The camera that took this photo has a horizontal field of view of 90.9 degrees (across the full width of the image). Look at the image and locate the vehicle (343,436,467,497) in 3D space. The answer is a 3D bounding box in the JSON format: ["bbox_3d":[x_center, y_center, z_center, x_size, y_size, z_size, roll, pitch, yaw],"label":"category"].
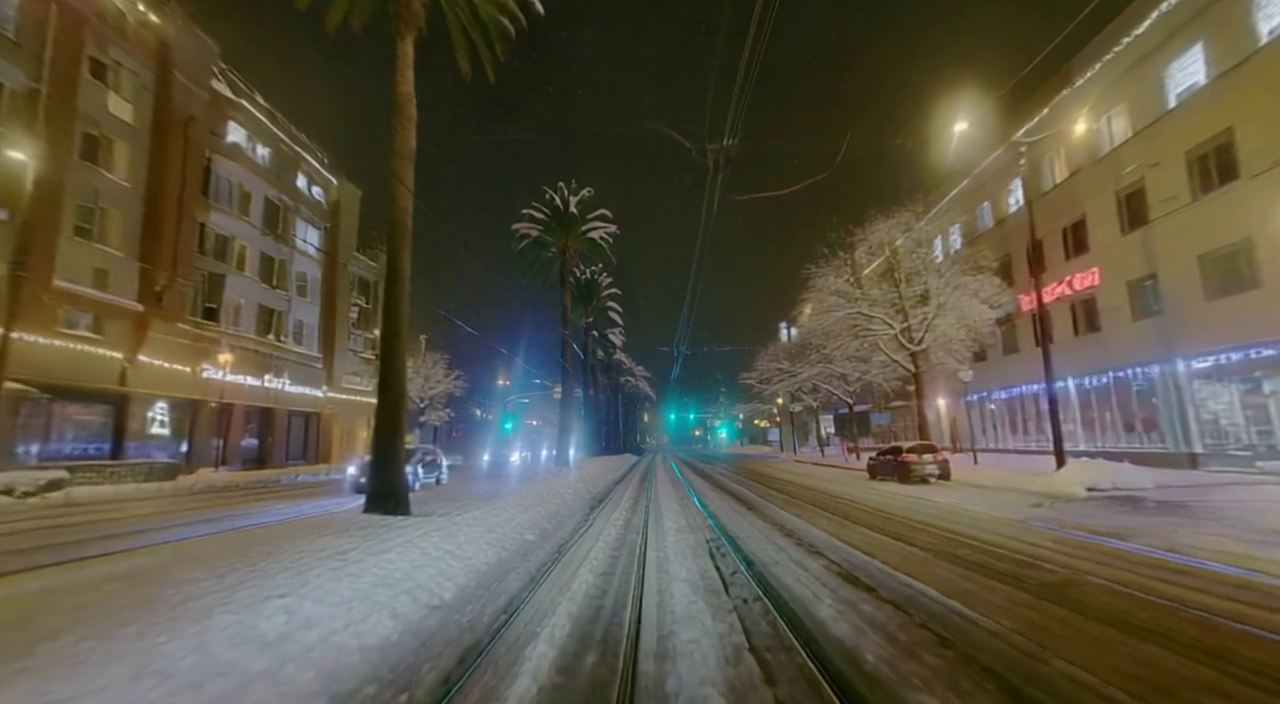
[{"bbox_3d":[-7.128,3.493,19.715,1.971,1.657,4.623,0,-8,2],"label":"vehicle"}]

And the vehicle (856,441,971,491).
[{"bbox_3d":[9.065,3.781,21.367,1.822,1.494,4.385,0,-8,-2],"label":"vehicle"}]
